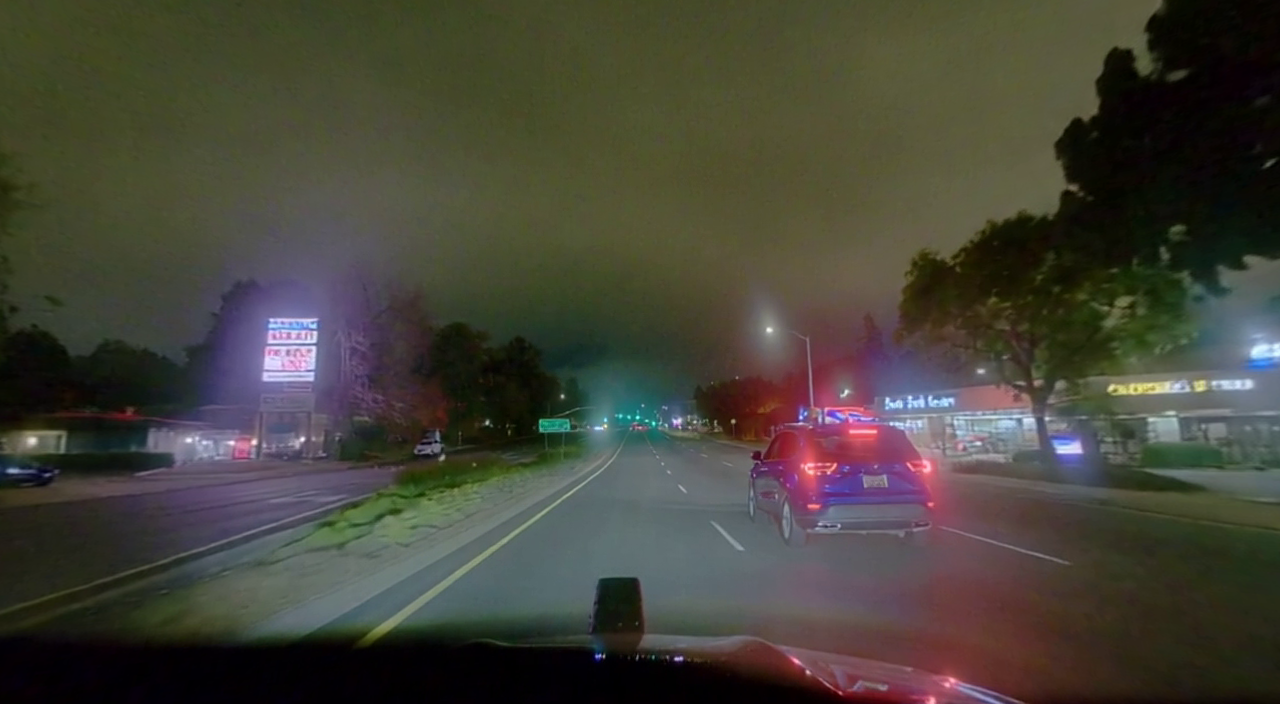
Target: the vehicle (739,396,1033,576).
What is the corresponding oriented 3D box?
[{"bbox_3d":[2.825,1.680,8.685,2.130,1.790,4.615,0,-8,-1],"label":"vehicle"}]
